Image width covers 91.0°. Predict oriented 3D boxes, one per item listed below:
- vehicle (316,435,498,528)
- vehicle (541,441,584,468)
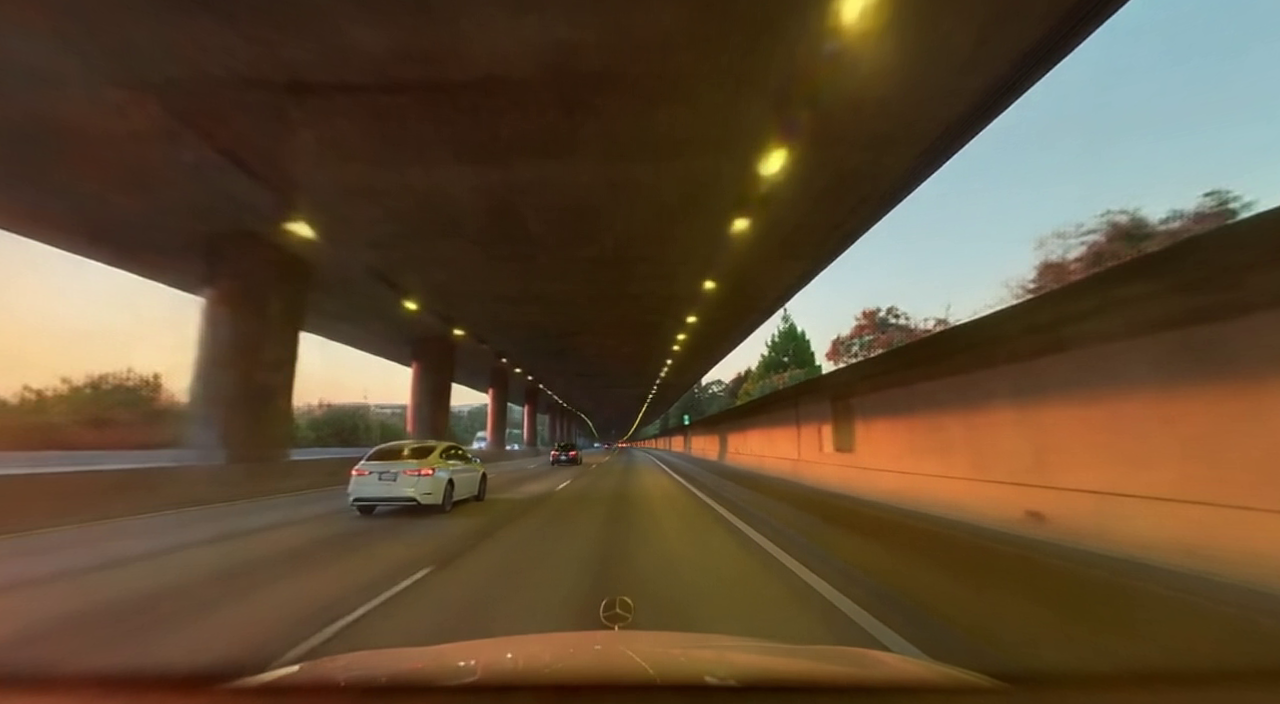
[{"bbox_3d":[-4.152,2.351,12.071,1.885,1.424,4.230,-1,-8,0],"label":"vehicle"},{"bbox_3d":[-4.399,5.878,36.334,1.973,1.474,4.199,-1,-8,0],"label":"vehicle"}]
